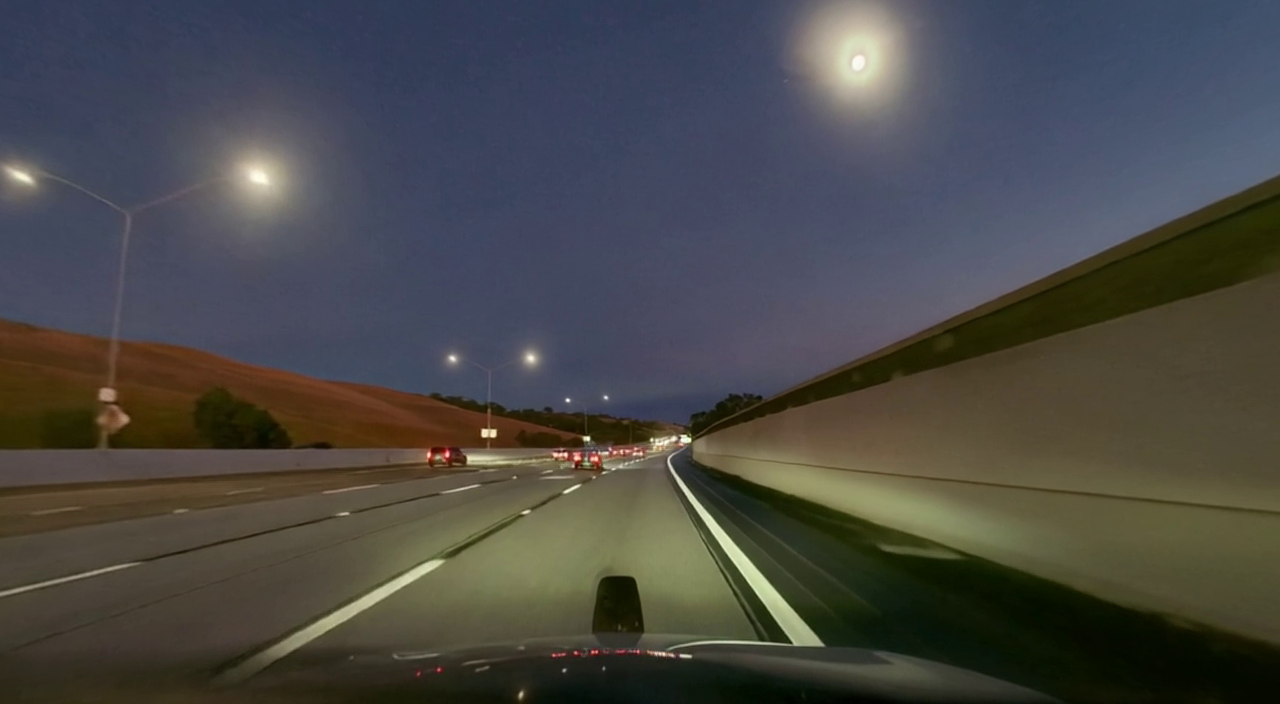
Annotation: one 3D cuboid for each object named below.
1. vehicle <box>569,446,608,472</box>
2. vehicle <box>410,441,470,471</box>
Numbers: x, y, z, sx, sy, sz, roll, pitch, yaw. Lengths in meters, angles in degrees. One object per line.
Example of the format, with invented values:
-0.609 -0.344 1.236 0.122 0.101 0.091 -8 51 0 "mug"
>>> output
-3.146 6.622 39.155 1.931 1.492 4.076 0 -9 2 "vehicle"
-12.659 6.595 40.312 2.076 1.766 4.831 0 -9 2 "vehicle"
